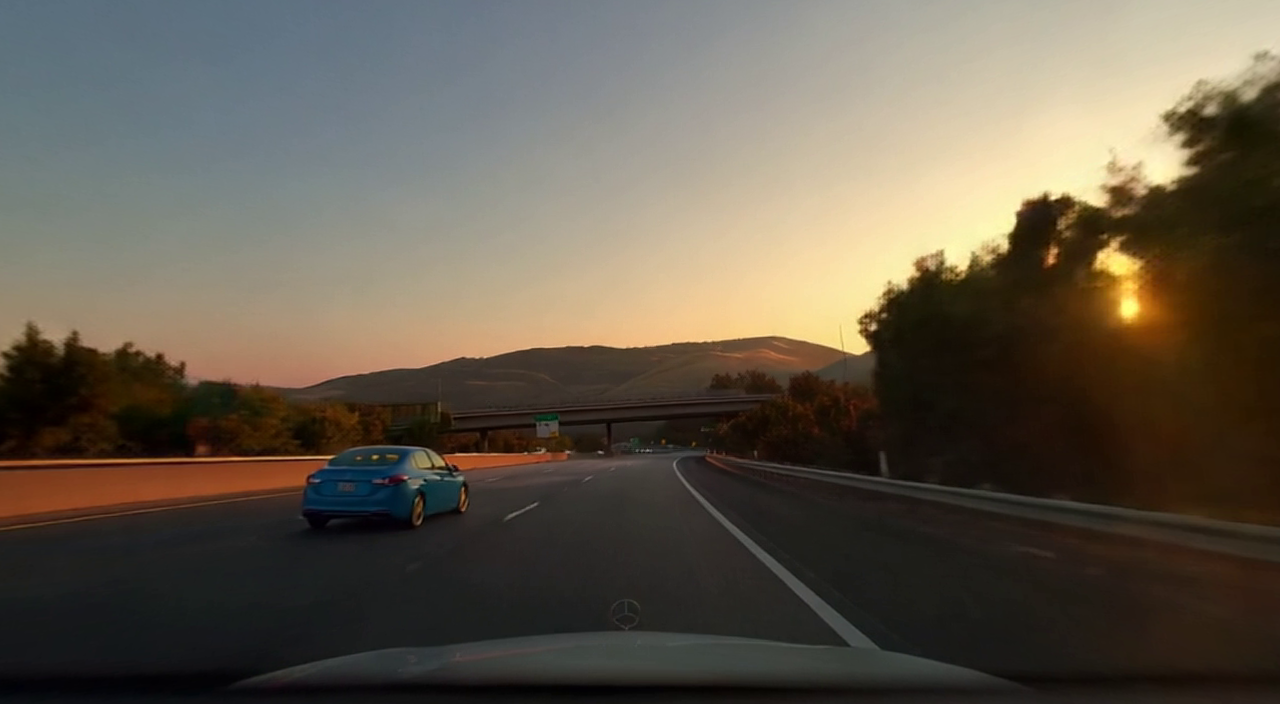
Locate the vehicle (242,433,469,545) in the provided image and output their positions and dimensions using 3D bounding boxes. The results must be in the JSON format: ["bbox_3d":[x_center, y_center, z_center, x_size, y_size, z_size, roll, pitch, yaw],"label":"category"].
[{"bbox_3d":[-4.369,2.142,10.465,1.928,1.504,3.745,0,-9,1],"label":"vehicle"}]
